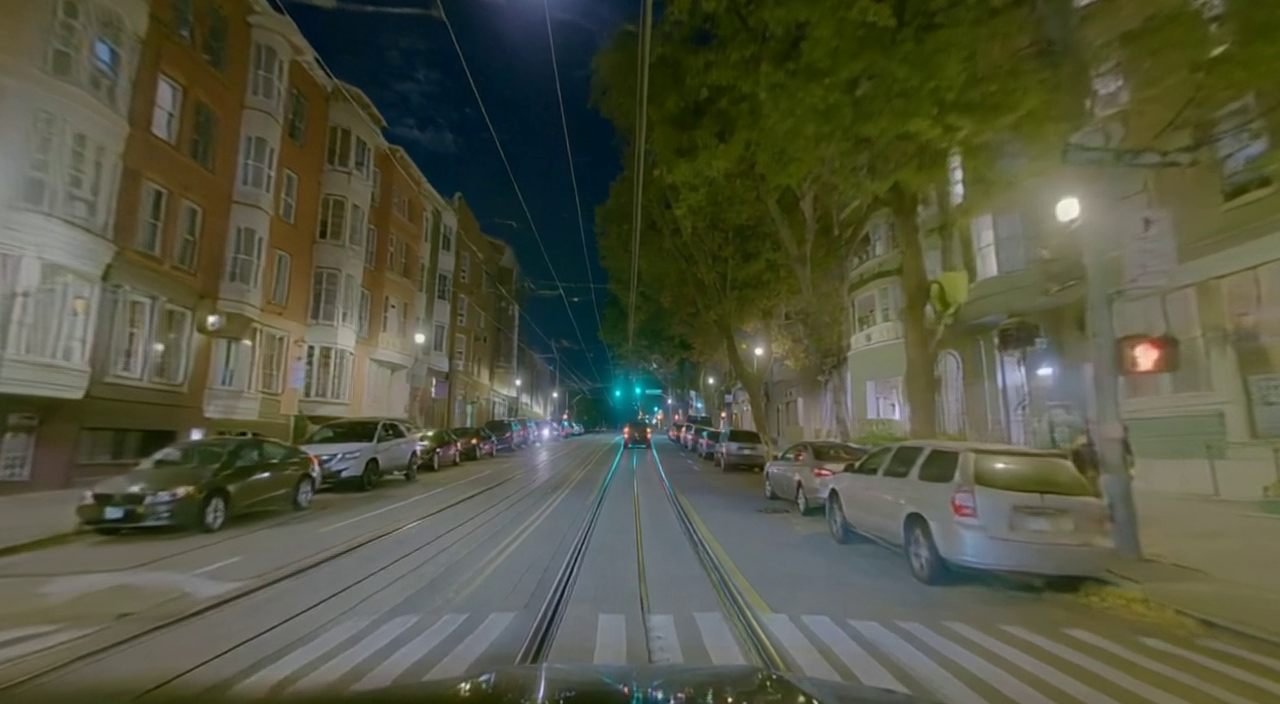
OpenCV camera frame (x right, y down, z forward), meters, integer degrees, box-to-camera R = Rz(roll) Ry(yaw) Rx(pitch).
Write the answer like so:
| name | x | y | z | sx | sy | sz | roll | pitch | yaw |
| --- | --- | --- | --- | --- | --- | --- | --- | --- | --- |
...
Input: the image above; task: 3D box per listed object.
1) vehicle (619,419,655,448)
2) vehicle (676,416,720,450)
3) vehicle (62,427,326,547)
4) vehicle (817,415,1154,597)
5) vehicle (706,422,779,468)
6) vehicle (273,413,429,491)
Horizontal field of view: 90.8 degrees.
| name | x | y | z | sx | sy | sz | roll | pitch | yaw |
| --- | --- | --- | --- | --- | --- | --- | --- | --- | --- |
| vehicle | -0.230 | 4.728 | 36.455 | 1.984 | 1.571 | 3.404 | 0 | -8 | -1 |
| vehicle | 3.662 | 5.182 | 40.812 | 2.242 | 2.000 | 6.340 | 1 | -6 | 0 |
| vehicle | -7.356 | 2.164 | 11.027 | 1.779 | 1.588 | 3.953 | 2 | -6 | -2 |
| vehicle | 3.904 | 1.775 | 8.182 | 1.929 | 1.723 | 4.134 | 0 | -8 | -1 |
| vehicle | 3.757 | 3.513 | 23.921 | 1.890 | 1.559 | 4.281 | 0 | -8 | -2 |
| vehicle | -7.429 | 2.659 | 16.870 | 1.861 | 1.751 | 4.550 | 1 | -9 | 2 |
